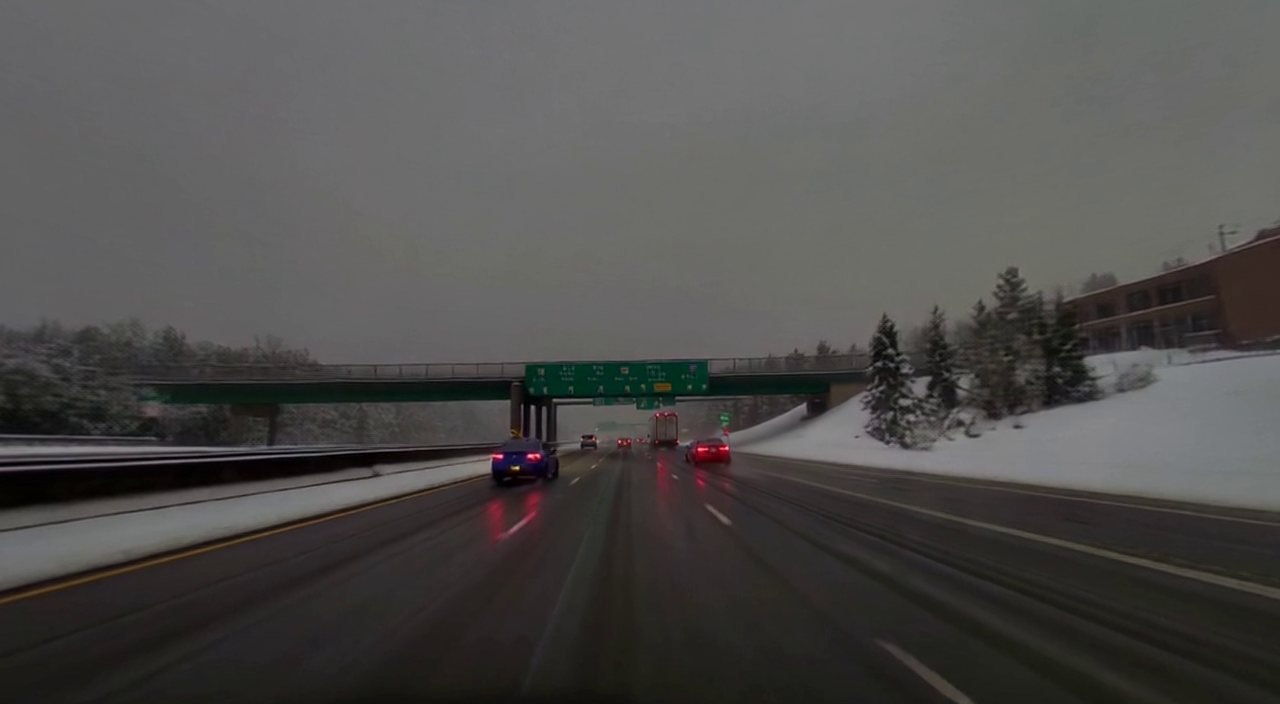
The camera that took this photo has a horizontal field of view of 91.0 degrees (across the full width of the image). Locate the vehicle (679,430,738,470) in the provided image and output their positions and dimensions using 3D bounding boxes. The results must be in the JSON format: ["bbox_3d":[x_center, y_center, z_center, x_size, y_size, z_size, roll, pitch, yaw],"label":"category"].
[{"bbox_3d":[2.981,4.372,28.338,2.001,1.625,4.088,0,-8,-2],"label":"vehicle"}]

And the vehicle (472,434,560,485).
[{"bbox_3d":[-3.964,3.510,20.967,2.064,1.479,4.370,0,-8,0],"label":"vehicle"}]
